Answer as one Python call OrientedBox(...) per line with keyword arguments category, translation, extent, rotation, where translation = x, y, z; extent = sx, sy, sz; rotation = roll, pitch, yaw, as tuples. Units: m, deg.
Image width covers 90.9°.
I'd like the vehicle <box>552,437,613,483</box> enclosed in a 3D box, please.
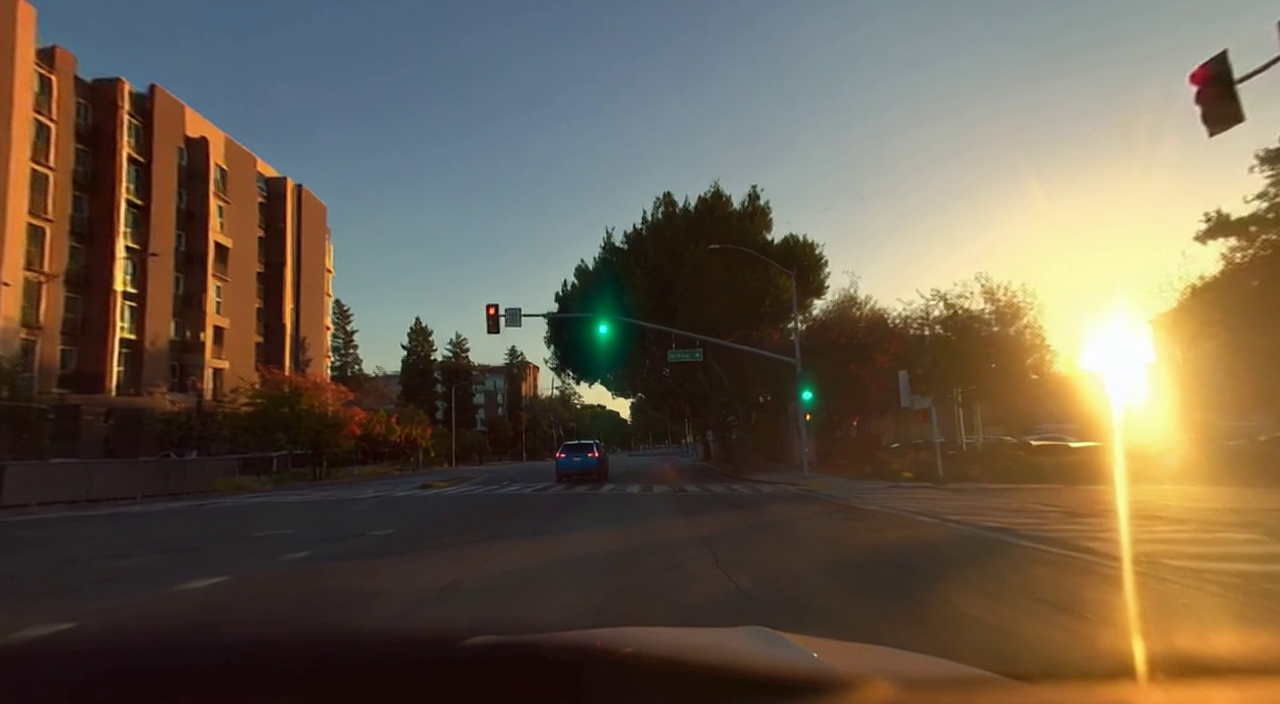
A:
OrientedBox(category="vehicle", translation=(-2.371, 4.588, 27.184), extent=(2.123, 1.799, 4.425), rotation=(0, -8, 1))
